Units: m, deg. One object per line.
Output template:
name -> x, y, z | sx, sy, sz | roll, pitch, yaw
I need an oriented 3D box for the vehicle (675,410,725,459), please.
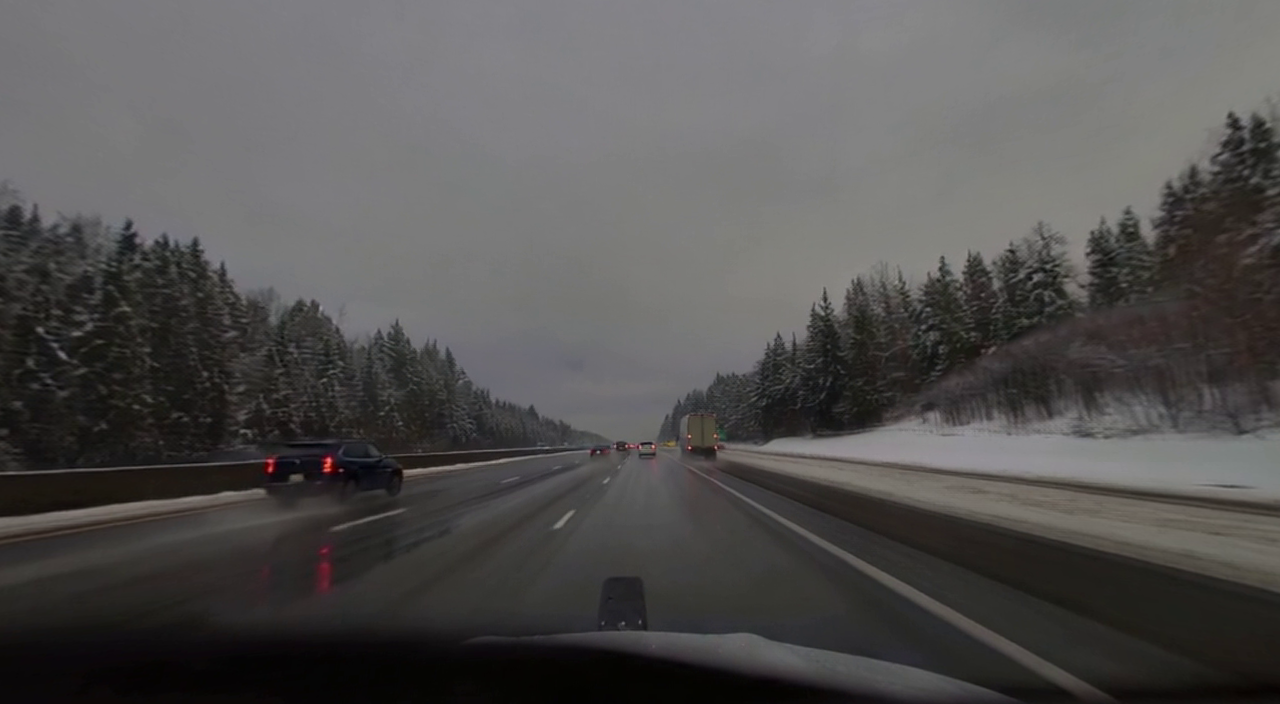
vehicle -> 4.574, 6.650, 49.973 | 2.855, 3.423, 9.485 | 0, -9, -1

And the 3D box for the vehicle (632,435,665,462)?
vehicle -> 0.620, 6.947, 45.265 | 2.212, 1.807, 4.372 | -1, -9, 1

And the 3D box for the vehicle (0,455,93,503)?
vehicle -> -21.065, 4.159, 20.777 | 1.877, 1.483, 4.644 | -1, -9, 0

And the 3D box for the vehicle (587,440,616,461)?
vehicle -> -2.983, 7.737, 49.588 | 2.025, 1.571, 3.662 | -1, -9, 1

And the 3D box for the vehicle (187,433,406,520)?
vehicle -> -6.972, 2.577, 13.572 | 1.947, 1.513, 4.751 | -1, -9, 2
